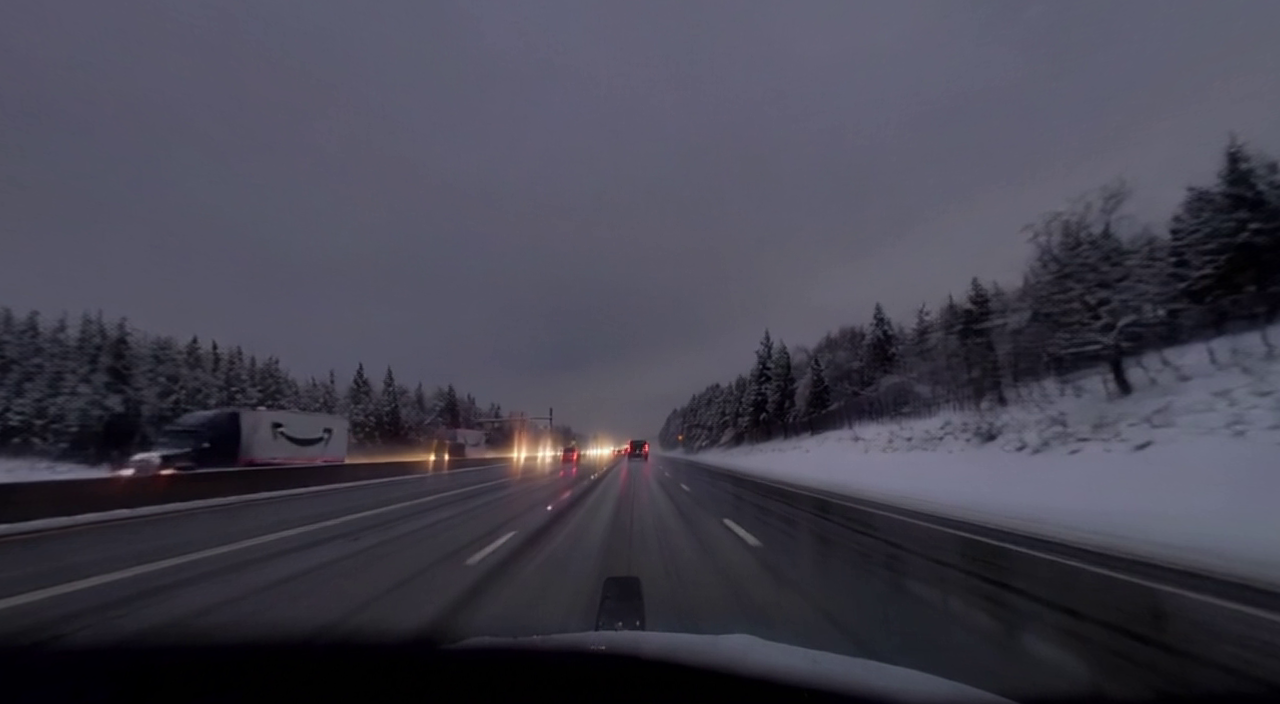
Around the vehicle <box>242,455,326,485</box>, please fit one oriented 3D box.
[{"bbox_3d":[-18.916,6.264,33.799,1.868,1.422,4.676,0,-9,-1],"label":"vehicle"}]

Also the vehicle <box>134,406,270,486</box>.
[{"bbox_3d":[-23.300,5.075,34.047,2.973,3.895,5.902,0,-9,-1],"label":"vehicle"}]
